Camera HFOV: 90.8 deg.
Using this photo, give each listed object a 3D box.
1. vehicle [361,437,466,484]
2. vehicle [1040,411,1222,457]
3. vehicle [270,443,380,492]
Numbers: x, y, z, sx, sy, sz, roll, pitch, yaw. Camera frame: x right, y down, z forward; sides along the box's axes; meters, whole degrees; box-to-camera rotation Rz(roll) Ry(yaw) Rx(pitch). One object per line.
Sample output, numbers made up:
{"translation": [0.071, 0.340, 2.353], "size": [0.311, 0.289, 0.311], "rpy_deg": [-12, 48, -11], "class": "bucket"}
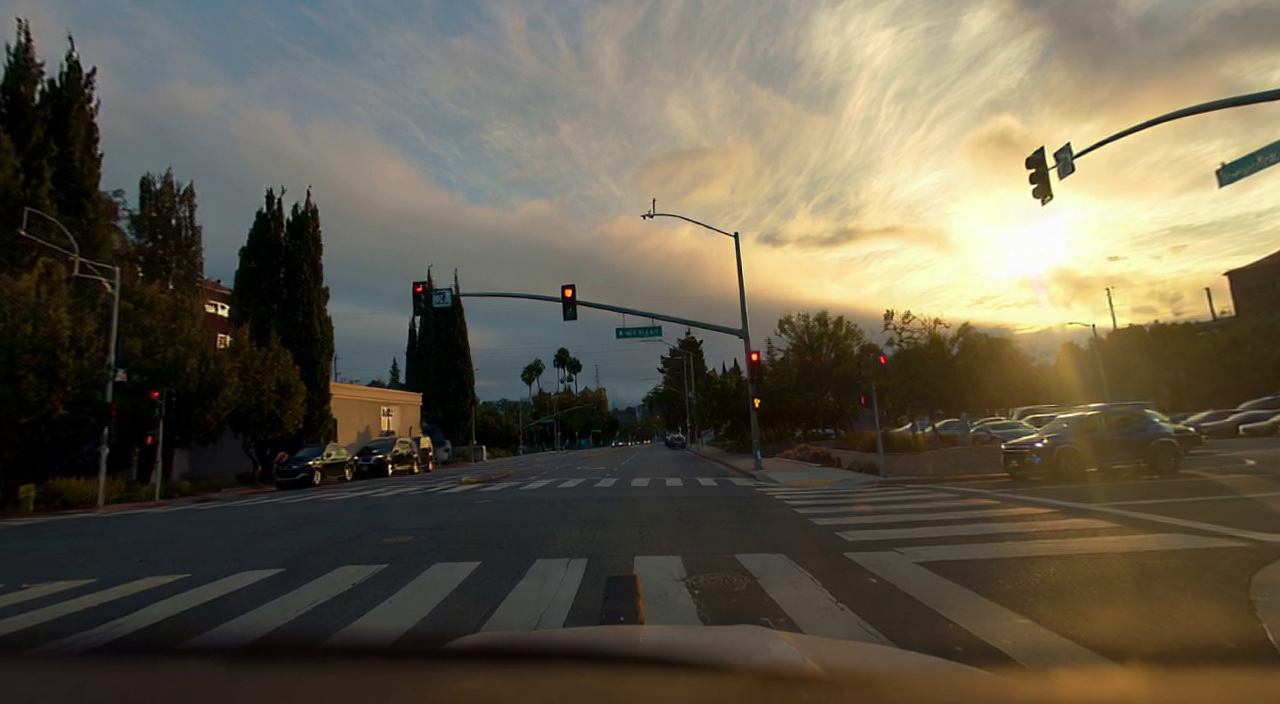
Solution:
{"translation": [-10.149, 4.927, 28.984], "size": [2.664, 1.940, 5.702], "rpy_deg": [0, -9, 0], "class": "vehicle"}
{"translation": [16.938, 2.908, 22.113], "size": [4.560, 1.453, 1.851], "rpy_deg": [-3, -9, 18], "class": "vehicle"}
{"translation": [-13.777, 5.062, 28.060], "size": [2.306, 1.957, 4.968], "rpy_deg": [0, -9, -1], "class": "vehicle"}
